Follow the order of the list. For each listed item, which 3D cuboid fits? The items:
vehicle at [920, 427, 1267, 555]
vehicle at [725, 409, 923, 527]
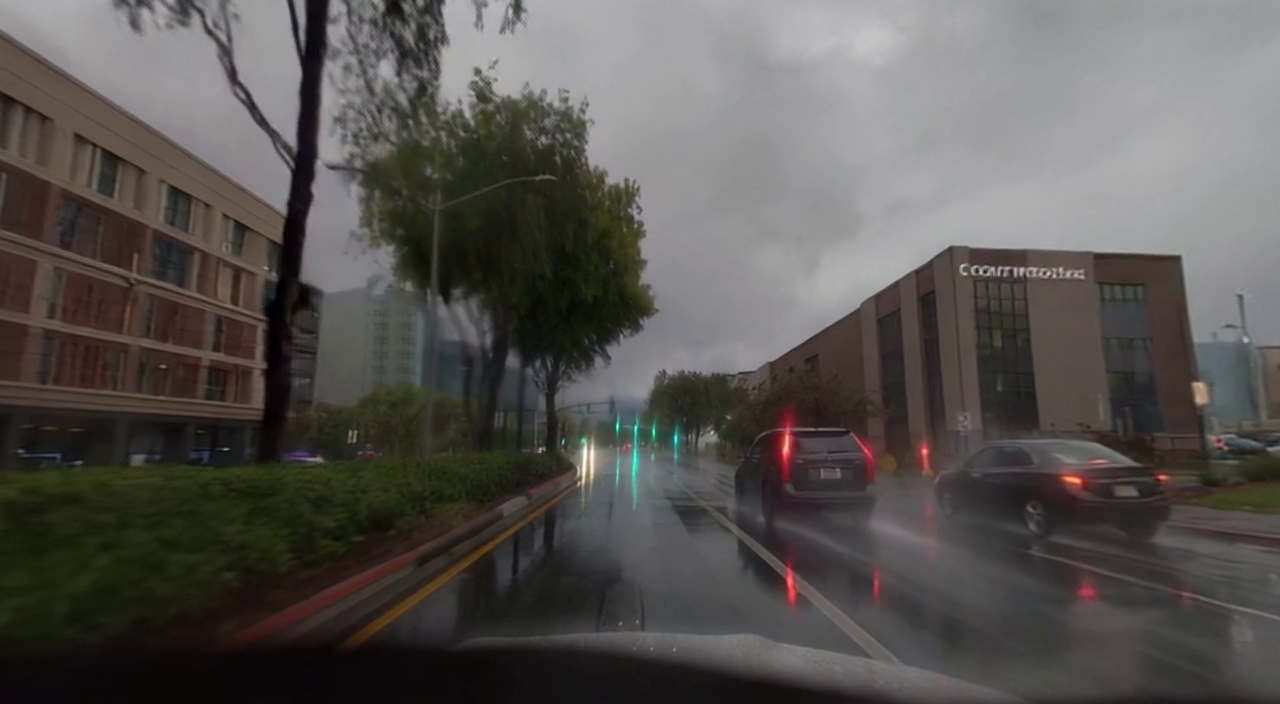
[{"bbox_3d":[6.616,2.062,10.239,2.088,1.524,5.085,-1,-9,4],"label":"vehicle"},{"bbox_3d":[3.473,2.357,13.357,2.505,1.971,5.162,0,-9,-1],"label":"vehicle"}]
